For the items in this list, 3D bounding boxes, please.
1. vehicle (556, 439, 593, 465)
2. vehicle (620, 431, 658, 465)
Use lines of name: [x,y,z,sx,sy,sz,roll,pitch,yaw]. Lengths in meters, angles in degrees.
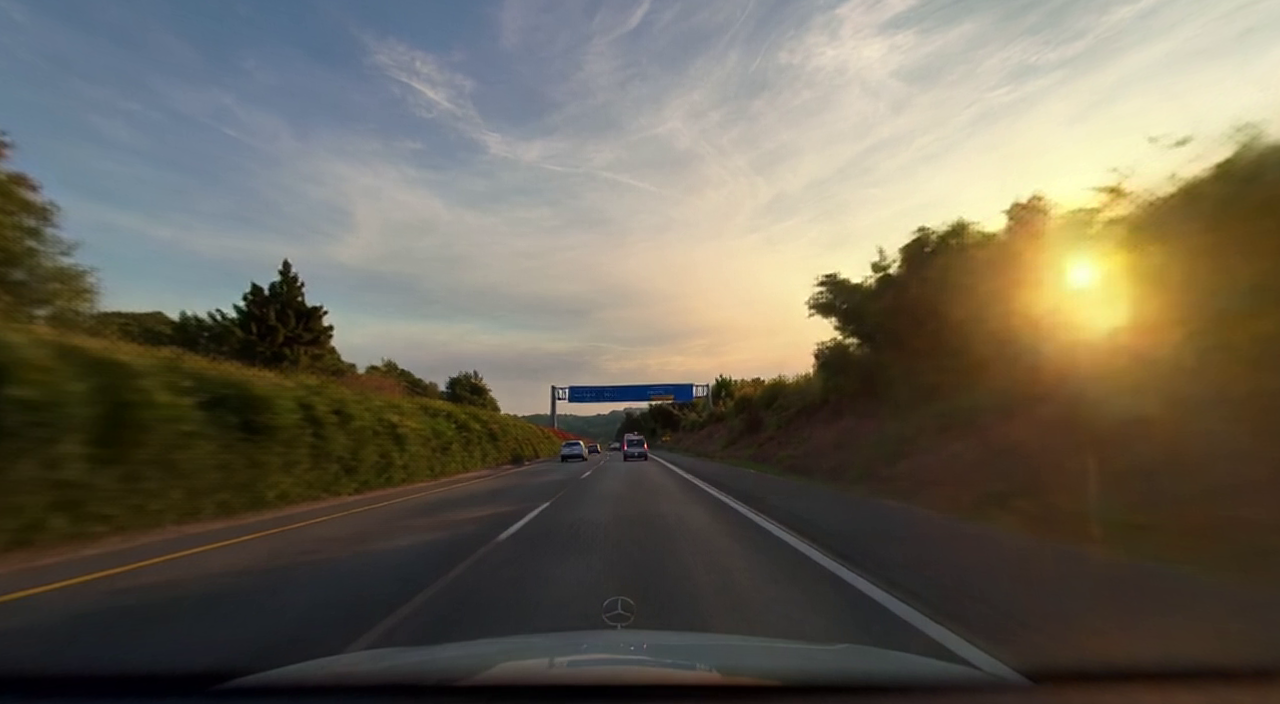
vehicle: [-4.202,6.498,41.204,2.062,1.567,4.117,0,-8,-1]
vehicle: [-0.111,5.952,39.286,2.223,1.957,4.416,0,-8,-2]
